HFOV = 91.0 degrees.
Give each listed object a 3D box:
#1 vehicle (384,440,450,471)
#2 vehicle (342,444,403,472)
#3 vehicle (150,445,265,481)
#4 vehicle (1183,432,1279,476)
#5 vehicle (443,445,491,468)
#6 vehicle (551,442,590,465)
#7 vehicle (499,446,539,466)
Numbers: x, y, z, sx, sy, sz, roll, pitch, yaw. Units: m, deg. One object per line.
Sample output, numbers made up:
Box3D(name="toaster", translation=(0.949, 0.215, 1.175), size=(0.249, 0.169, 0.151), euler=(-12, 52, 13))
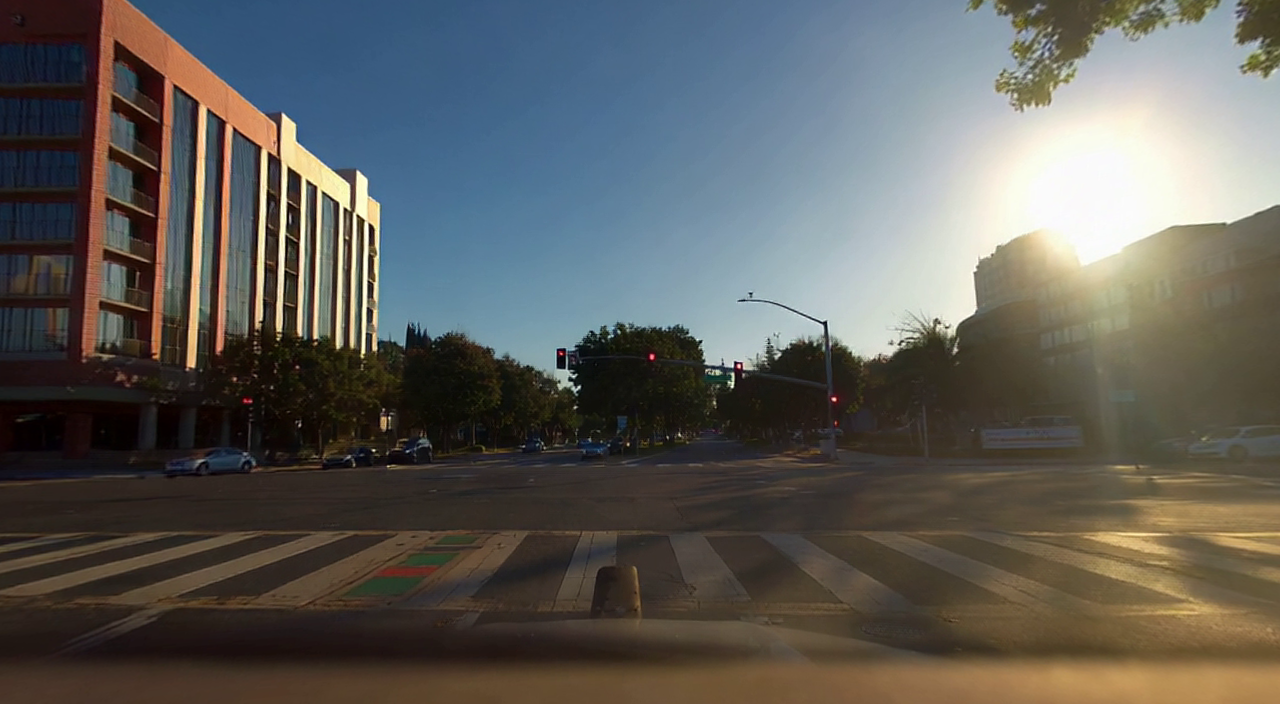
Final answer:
Box3D(name="vehicle", translation=(-15.144, 7.041, 43.148), size=(2.340, 1.946, 5.450), euler=(0, -9, 2))
Box3D(name="vehicle", translation=(-18.582, 7.352, 44.011), size=(2.237, 1.801, 4.541), euler=(0, -9, 1))
Box3D(name="vehicle", translation=(-24.133, 6.152, 35.370), size=(2.032, 1.839, 4.884), euler=(-3, -9, 20))
Box3D(name="vehicle", translation=(22.308, 3.580, 22.251), size=(4.474, 1.477, 1.908), euler=(0, -9, -3))
Box3D(name="vehicle", translation=(-11.659, 7.075, 42.691), size=(1.911, 1.476, 4.297), euler=(-1, -9, 2))
Box3D(name="vehicle", translation=(-4.552, 6.713, 41.678), size=(1.954, 1.431, 4.050), euler=(-1, -9, 2))
Box3D(name="vehicle", translation=(-8.120, 7.008, 42.604), size=(1.910, 1.321, 3.692), euler=(0, -9, 1))
